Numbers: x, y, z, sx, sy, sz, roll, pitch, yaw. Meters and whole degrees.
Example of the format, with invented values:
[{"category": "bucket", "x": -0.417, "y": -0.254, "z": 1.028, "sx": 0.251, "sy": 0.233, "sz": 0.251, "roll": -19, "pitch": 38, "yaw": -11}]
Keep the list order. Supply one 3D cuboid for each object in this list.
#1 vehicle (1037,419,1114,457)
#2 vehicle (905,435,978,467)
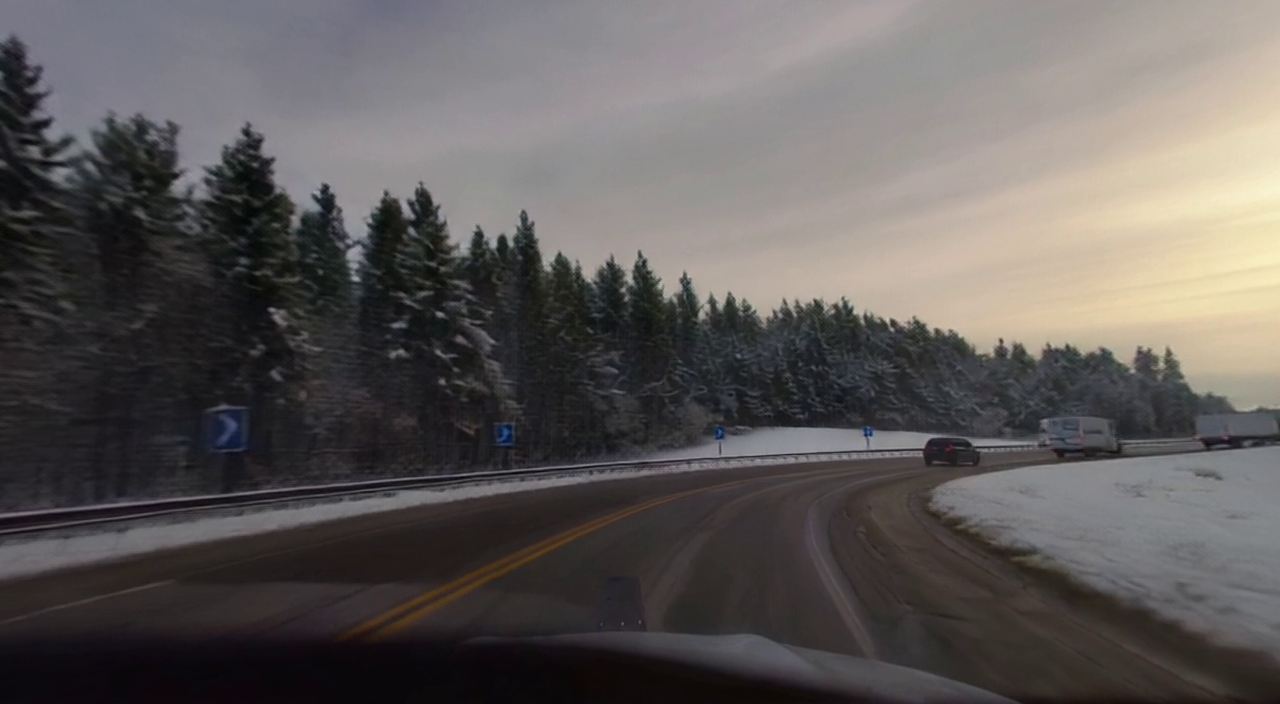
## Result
[{"category": "vehicle", "x": 34.293, "y": 6.831, "z": 49.563, "sx": 5.981, "sy": 2.823, "sz": 2.498, "roll": 5, "pitch": -10, "yaw": -31}, {"category": "vehicle", "x": 17.203, "y": 5.632, "z": 35.826, "sx": 4.325, "sy": 1.674, "sz": 2.221, "roll": 8, "pitch": -12, "yaw": -43}]
